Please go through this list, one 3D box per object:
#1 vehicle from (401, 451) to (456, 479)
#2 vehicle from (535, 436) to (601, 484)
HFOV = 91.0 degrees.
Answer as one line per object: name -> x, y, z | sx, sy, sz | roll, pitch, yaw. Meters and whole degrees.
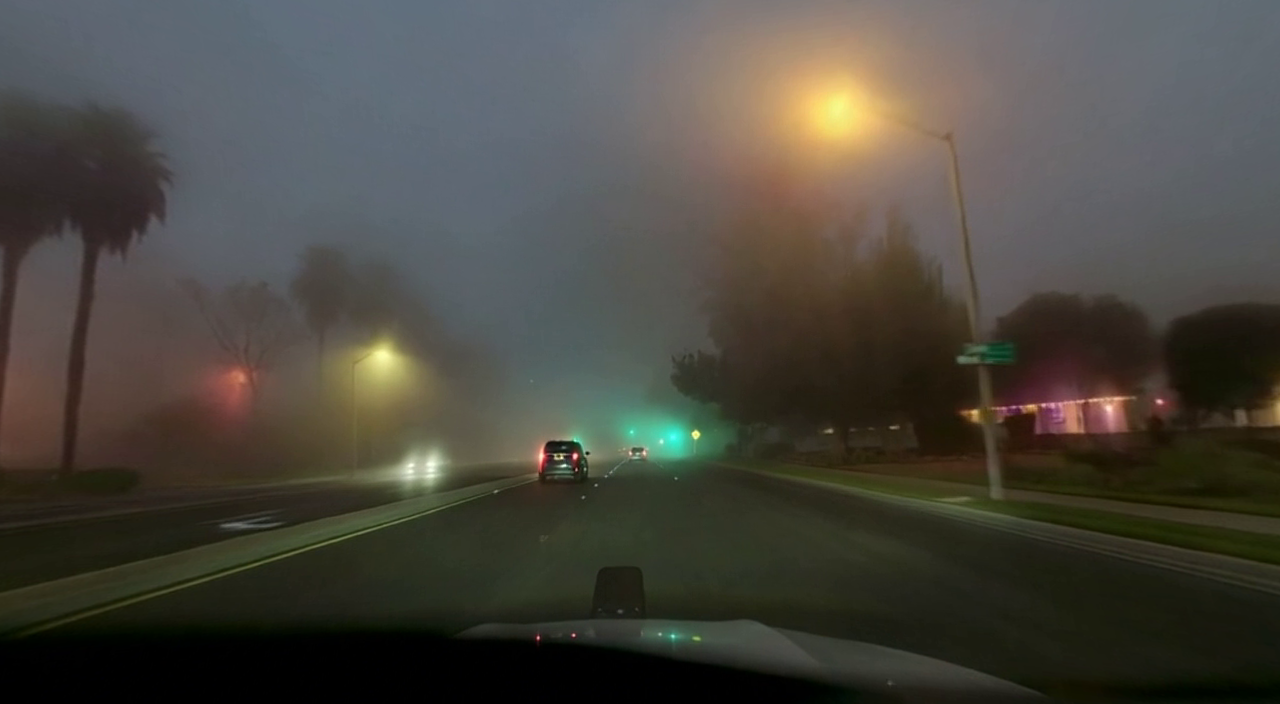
vehicle -> -14.253, 7.595, 42.707 | 2.022, 1.756, 4.670 | 0, -9, 1
vehicle -> -3.196, 4.990, 29.350 | 2.370, 1.968, 5.698 | 0, -9, 0
